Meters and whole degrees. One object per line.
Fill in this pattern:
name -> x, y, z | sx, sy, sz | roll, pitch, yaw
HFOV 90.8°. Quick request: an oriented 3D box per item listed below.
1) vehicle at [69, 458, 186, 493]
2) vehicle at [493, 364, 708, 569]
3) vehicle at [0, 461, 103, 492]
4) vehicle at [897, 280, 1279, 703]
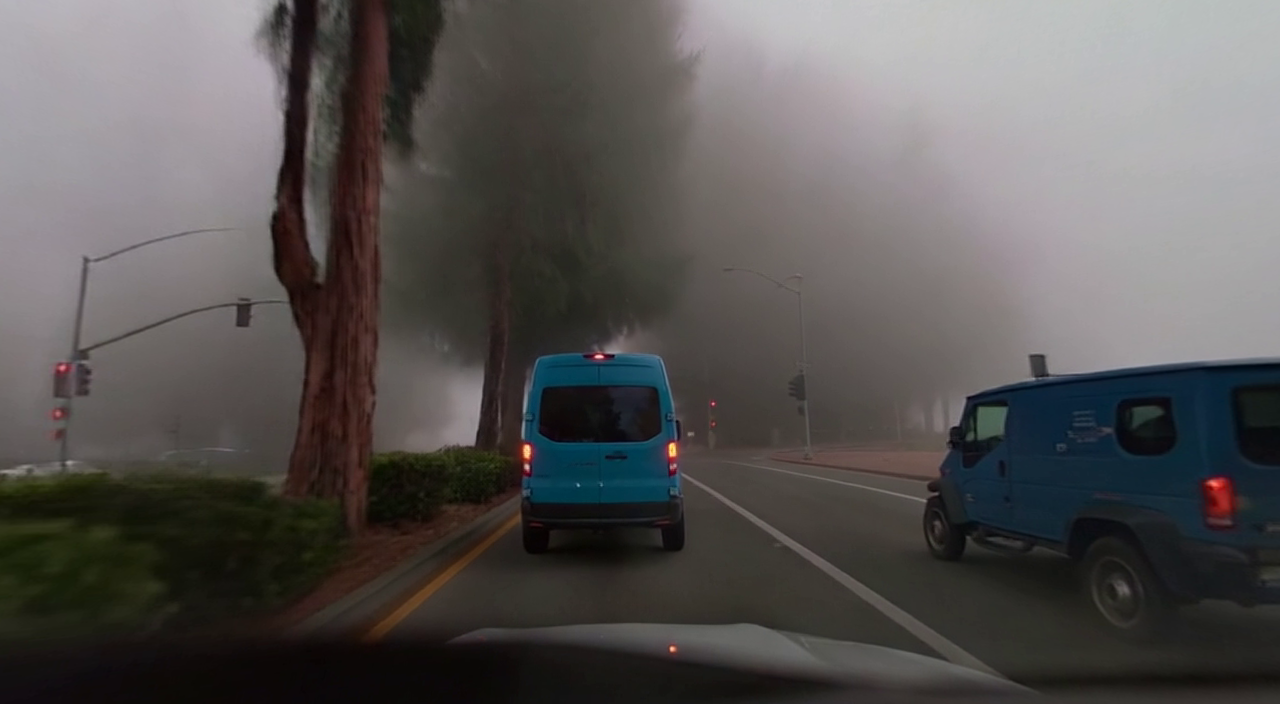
vehicle -> -27.453, 6.572, 33.885 | 4.857, 1.729, 2.029 | -1, -8, 10
vehicle -> -0.356, 1.456, 8.569 | 2.145, 2.046, 4.309 | 0, -8, 1
vehicle -> -35.351, 7.417, 37.779 | 4.573, 1.691, 1.877 | 0, -9, -4
vehicle -> 3.663, 0.905, 4.420 | 1.988, 1.873, 3.968 | 0, -8, 0
